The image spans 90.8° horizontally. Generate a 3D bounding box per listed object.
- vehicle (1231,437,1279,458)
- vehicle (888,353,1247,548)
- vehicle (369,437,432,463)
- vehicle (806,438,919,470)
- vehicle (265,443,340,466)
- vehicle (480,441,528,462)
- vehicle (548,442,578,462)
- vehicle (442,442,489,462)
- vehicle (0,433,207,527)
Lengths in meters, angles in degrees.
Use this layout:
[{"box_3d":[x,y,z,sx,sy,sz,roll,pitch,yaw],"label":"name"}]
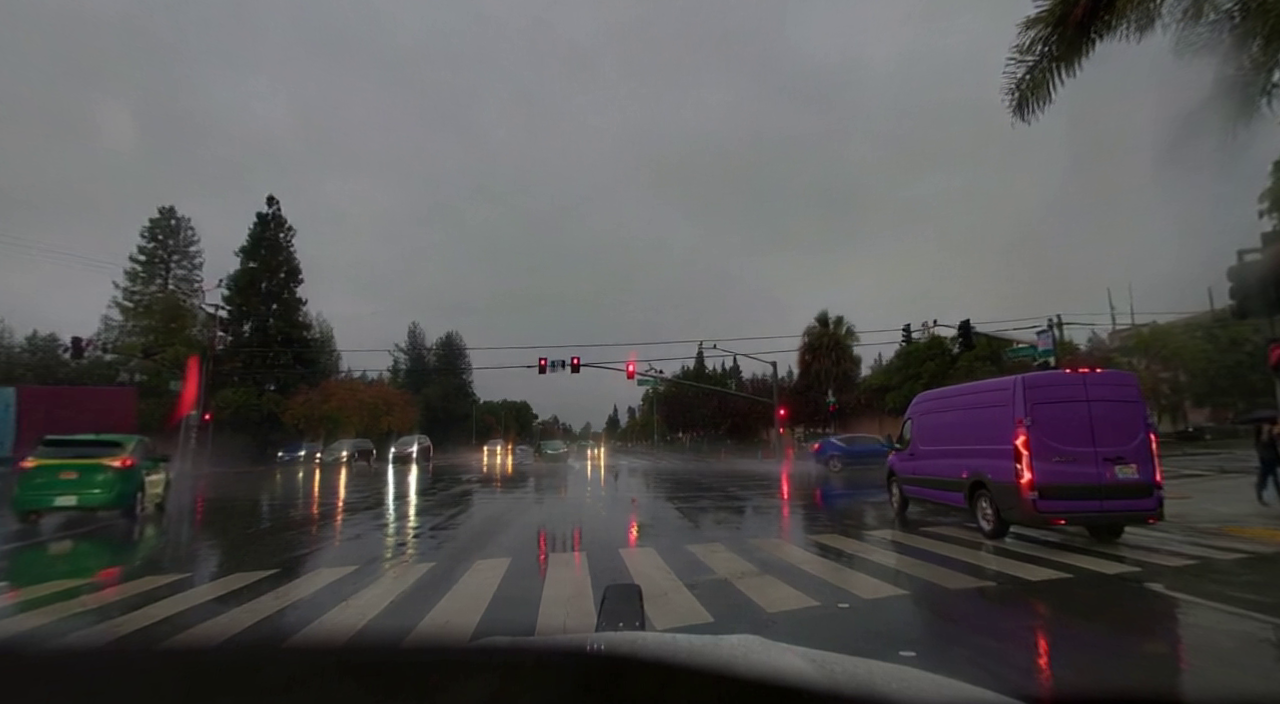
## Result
[{"box_3d":[45.922,7.036,46.610,4.458,1.469,1.851,4,-10,-27],"label":"vehicle"},{"box_3d":[6.556,1.650,10.872,2.332,2.511,5.326,0,-9,0],"label":"vehicle"},{"box_3d":[-17.345,7.155,46.016,2.189,1.753,4.785,-1,-9,8],"label":"vehicle"},{"box_3d":[10.956,5.059,31.451,4.846,1.487,2.086,-1,-9,4],"label":"vehicle"},{"box_3d":[-21.803,6.647,41.019,1.859,1.415,4.591,-1,-9,8],"label":"vehicle"},{"box_3d":[-10.109,7.469,47.410,2.097,1.484,4.596,-1,-9,7],"label":"vehicle"},{"box_3d":[-5.777,7.554,47.934,1.907,1.409,3.909,0,-9,-2],"label":"vehicle"},{"box_3d":[-13.145,7.591,47.860,1.845,1.426,4.289,-1,-9,8],"label":"vehicle"},{"box_3d":[-10.393,2.407,12.494,1.993,1.496,4.524,3,-9,-22],"label":"vehicle"}]
